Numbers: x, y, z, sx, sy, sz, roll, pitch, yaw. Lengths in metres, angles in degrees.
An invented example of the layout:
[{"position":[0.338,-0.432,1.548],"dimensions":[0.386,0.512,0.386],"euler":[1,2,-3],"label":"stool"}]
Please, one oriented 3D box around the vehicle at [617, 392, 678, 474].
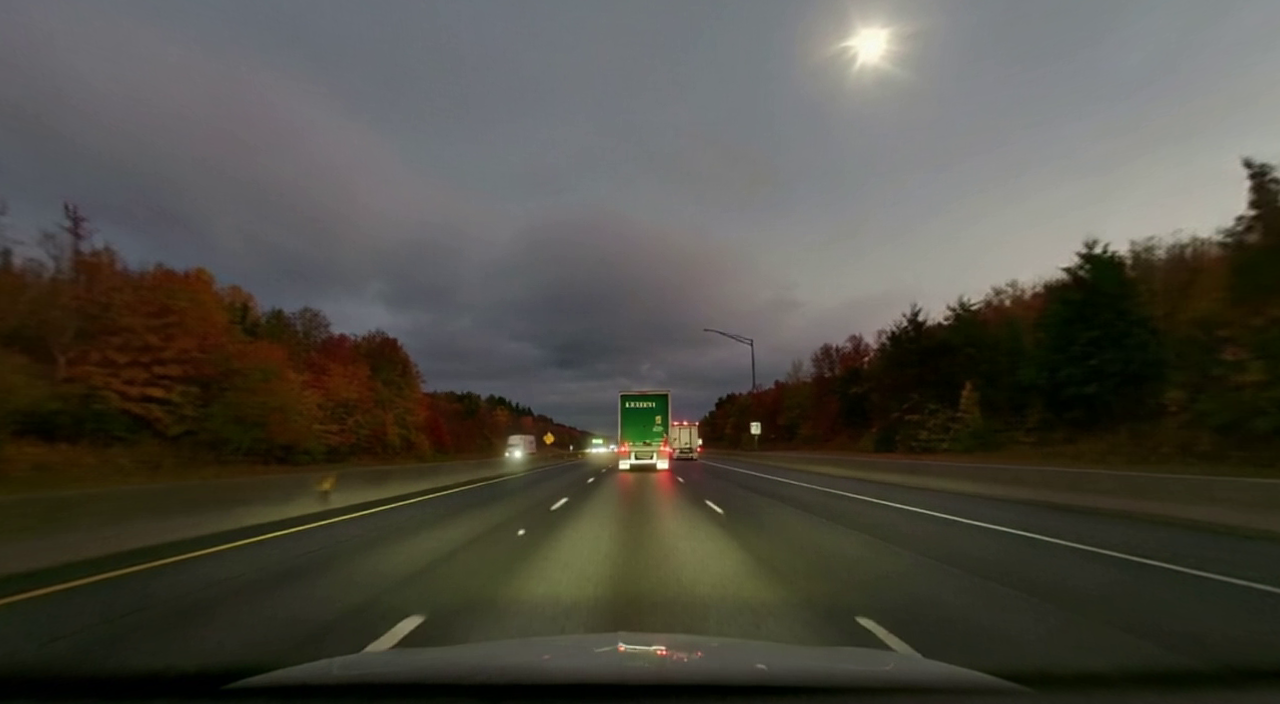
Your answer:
[{"position":[0.356,4.833,36.653],"dimensions":[3.057,4.073,10.792],"euler":[0,-9,0],"label":"vehicle"}]
